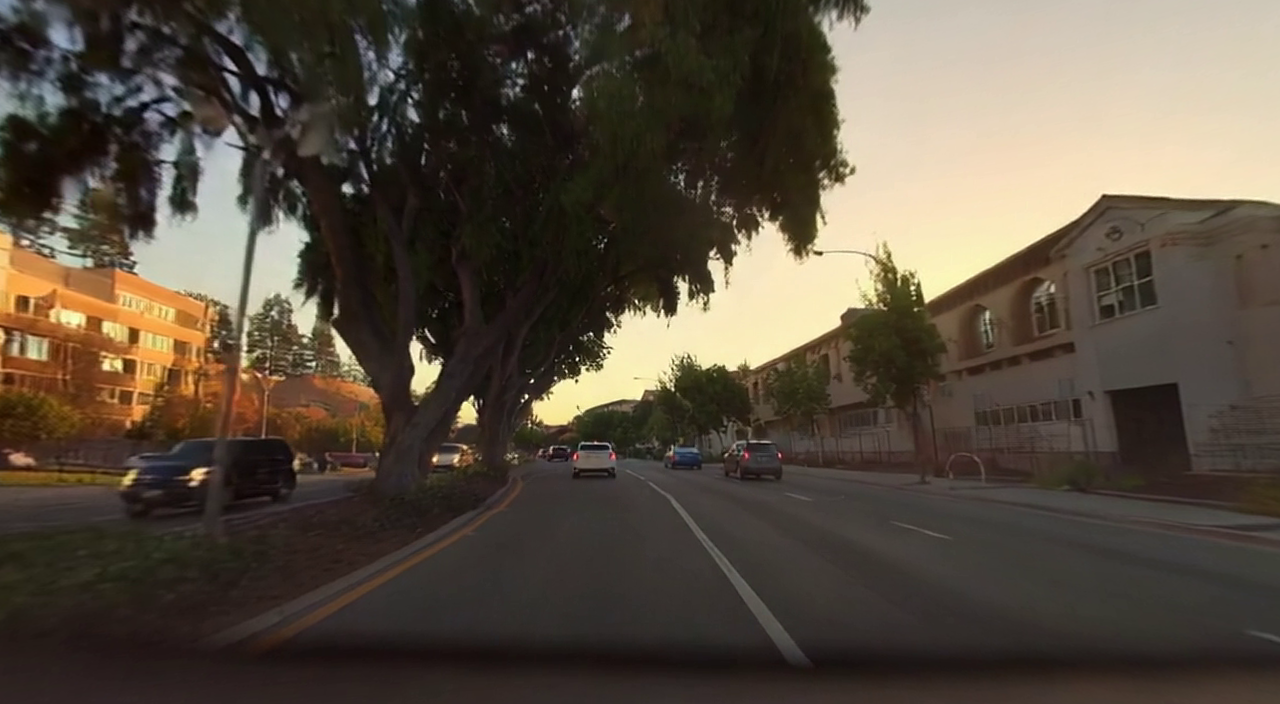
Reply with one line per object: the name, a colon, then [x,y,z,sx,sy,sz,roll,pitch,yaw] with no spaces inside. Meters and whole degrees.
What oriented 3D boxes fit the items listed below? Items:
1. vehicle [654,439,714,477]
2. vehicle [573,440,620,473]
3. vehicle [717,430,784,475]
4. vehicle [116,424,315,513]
vehicle: [1.810,4.560,27.352,1.993,1.477,4.240,0,-9,-4]
vehicle: [-2.113,4.991,30.310,2.101,1.444,4.248,0,-9,-5]
vehicle: [5.242,4.892,30.757,2.052,1.990,4.736,0,-9,-5]
vehicle: [-10.335,2.860,15.948,2.166,1.867,4.459,0,-9,-5]
